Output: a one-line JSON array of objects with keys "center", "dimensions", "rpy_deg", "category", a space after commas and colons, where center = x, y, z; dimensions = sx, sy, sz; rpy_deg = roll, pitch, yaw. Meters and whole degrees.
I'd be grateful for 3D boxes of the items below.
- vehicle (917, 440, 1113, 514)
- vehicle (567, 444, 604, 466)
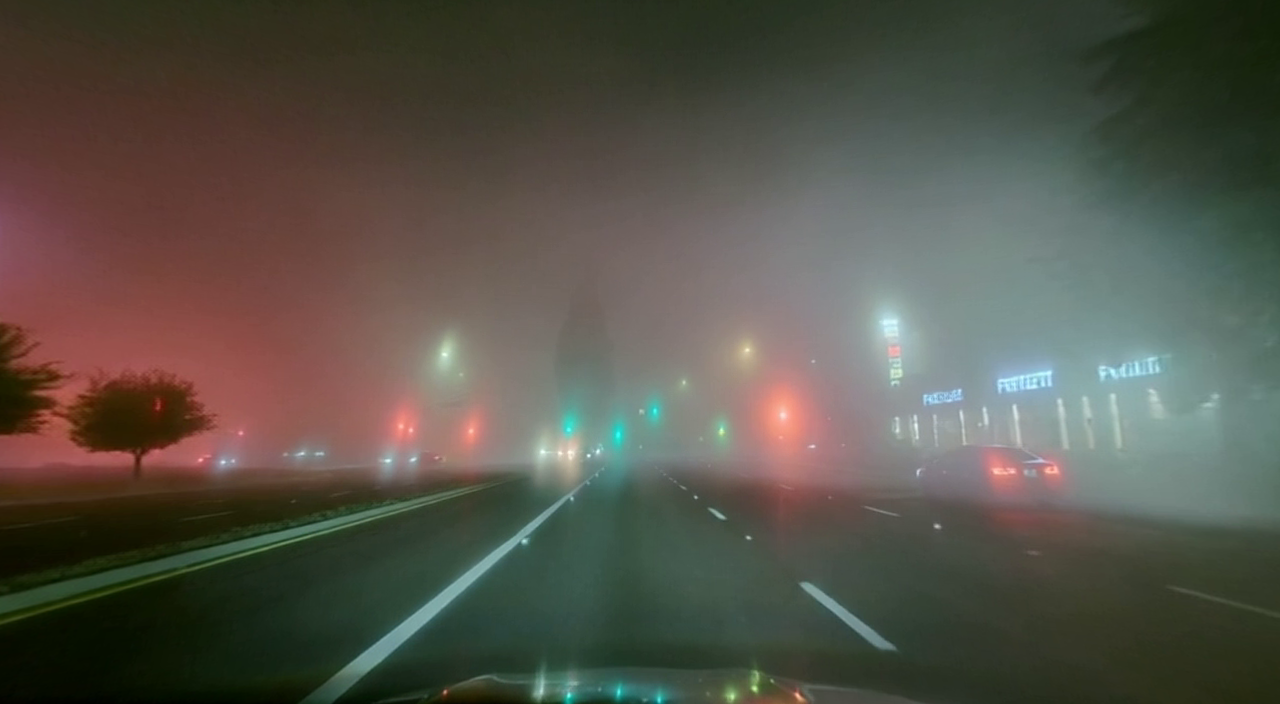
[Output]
[{"center": [8.482, 2.819, 14.852], "dimensions": [1.936, 1.460, 4.258], "rpy_deg": [0, -8, -1], "category": "vehicle"}, {"center": [-3.805, 7.249, 44.711], "dimensions": [2.121, 1.481, 4.708], "rpy_deg": [0, -8, 1], "category": "vehicle"}]
